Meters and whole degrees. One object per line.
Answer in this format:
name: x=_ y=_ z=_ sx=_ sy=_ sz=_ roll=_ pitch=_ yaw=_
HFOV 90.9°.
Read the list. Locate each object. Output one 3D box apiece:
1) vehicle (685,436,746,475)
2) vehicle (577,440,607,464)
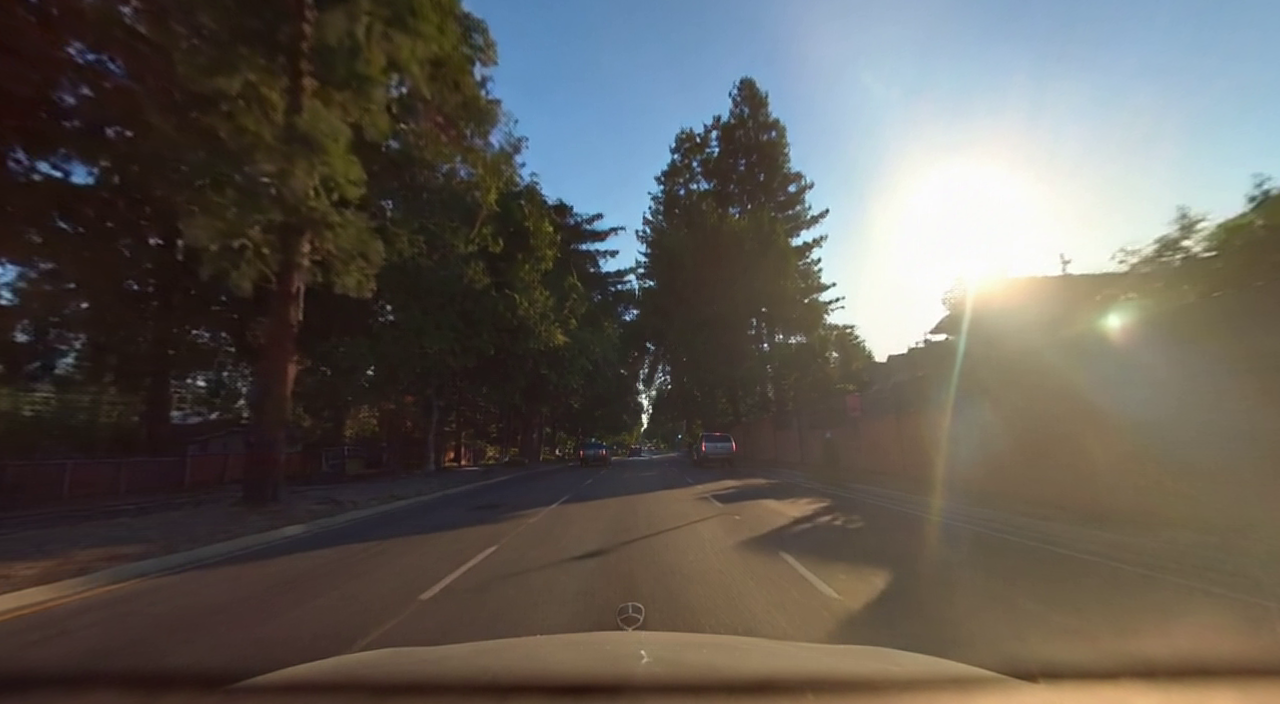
vehicle: x=3.551 y=4.983 z=30.627 sx=2.321 sy=1.695 sz=5.037 roll=0 pitch=-8 yaw=-1
vehicle: x=-3.649 y=7.692 z=48.692 sx=2.002 sy=1.747 sz=4.728 roll=0 pitch=-8 yaw=0
